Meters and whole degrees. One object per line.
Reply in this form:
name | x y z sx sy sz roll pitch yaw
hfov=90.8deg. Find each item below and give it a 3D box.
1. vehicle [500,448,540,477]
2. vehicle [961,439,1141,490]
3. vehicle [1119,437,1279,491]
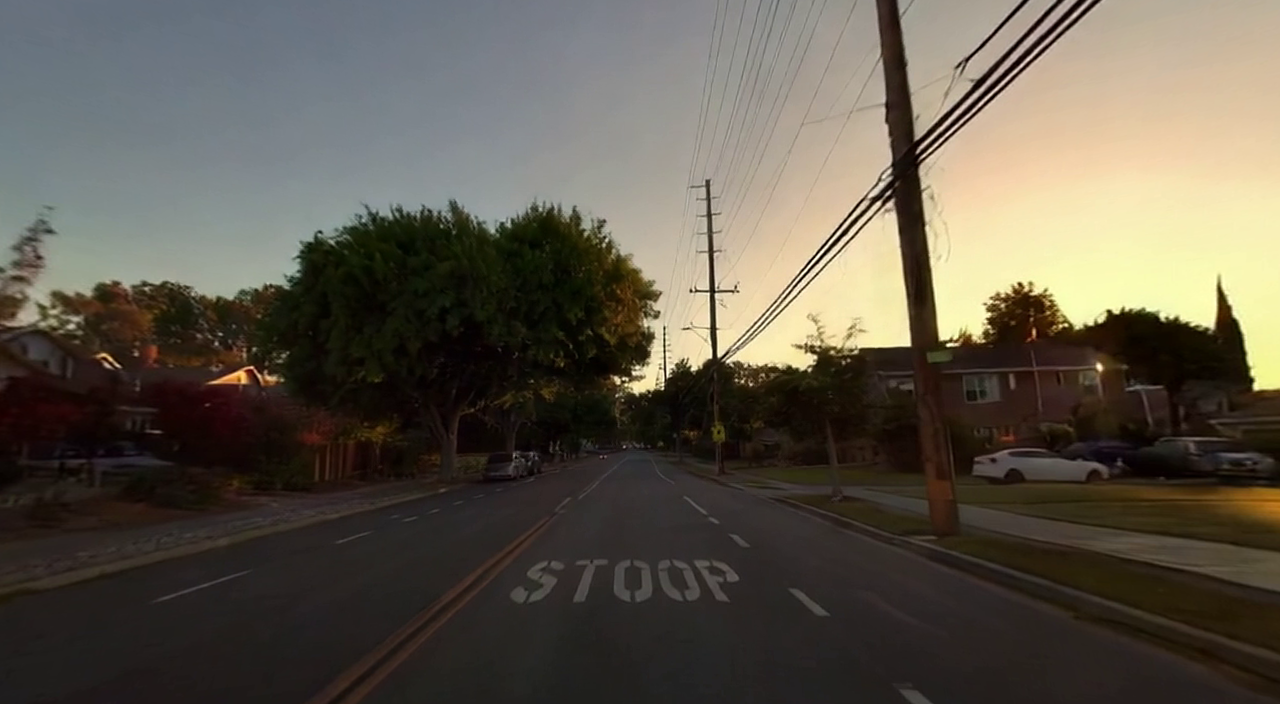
vehicle | -8.223 7.566 43.575 2.002 1.747 4.466 -1 -8 -1
vehicle | 13.713 3.754 21.308 4.624 1.420 2.045 -2 -8 -3
vehicle | 19.110 3.716 21.233 4.362 1.480 1.903 -3 -7 0
